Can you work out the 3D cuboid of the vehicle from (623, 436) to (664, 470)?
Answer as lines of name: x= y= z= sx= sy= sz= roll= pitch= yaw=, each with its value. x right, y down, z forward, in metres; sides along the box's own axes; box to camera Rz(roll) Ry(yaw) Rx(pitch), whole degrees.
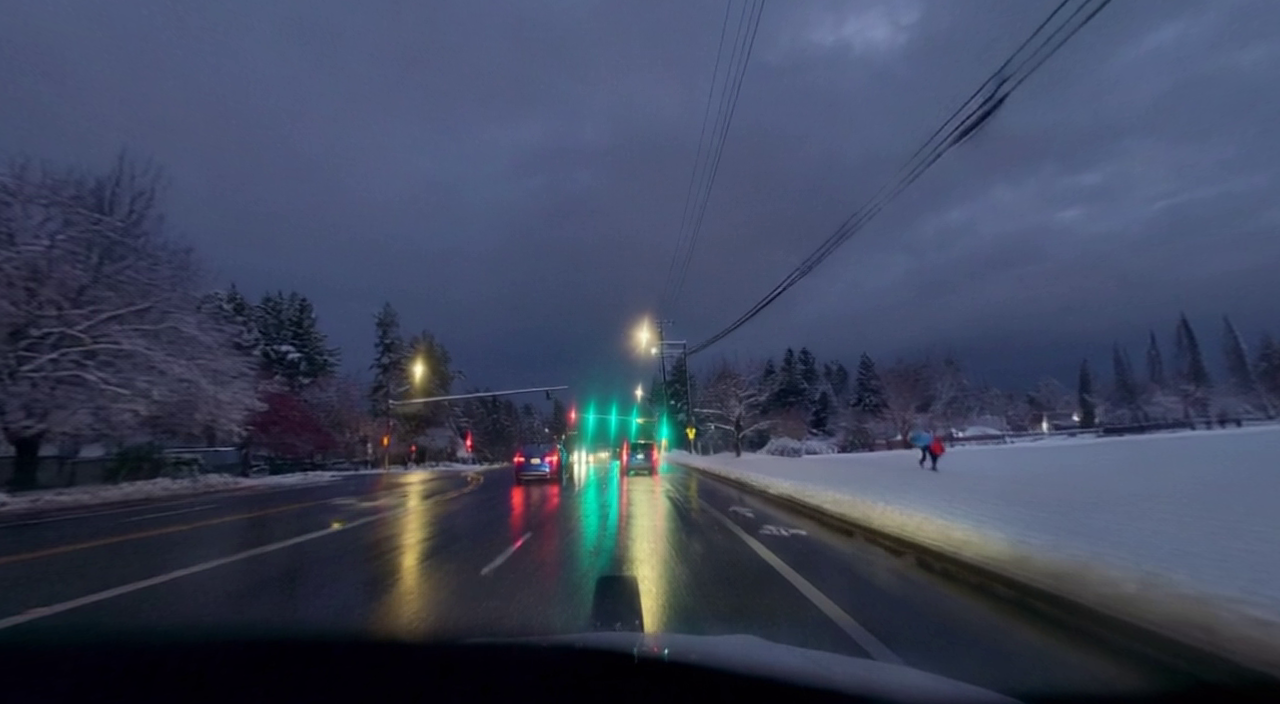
vehicle: x=0.114 y=5.738 z=35.919 sx=2.215 sy=1.799 sz=4.426 roll=0 pitch=-8 yaw=-2

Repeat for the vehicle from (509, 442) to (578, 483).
vehicle: x=-3.686 y=4.292 z=24.832 sx=2.036 sy=1.447 sz=4.044 roll=0 pitch=-8 yaw=0
